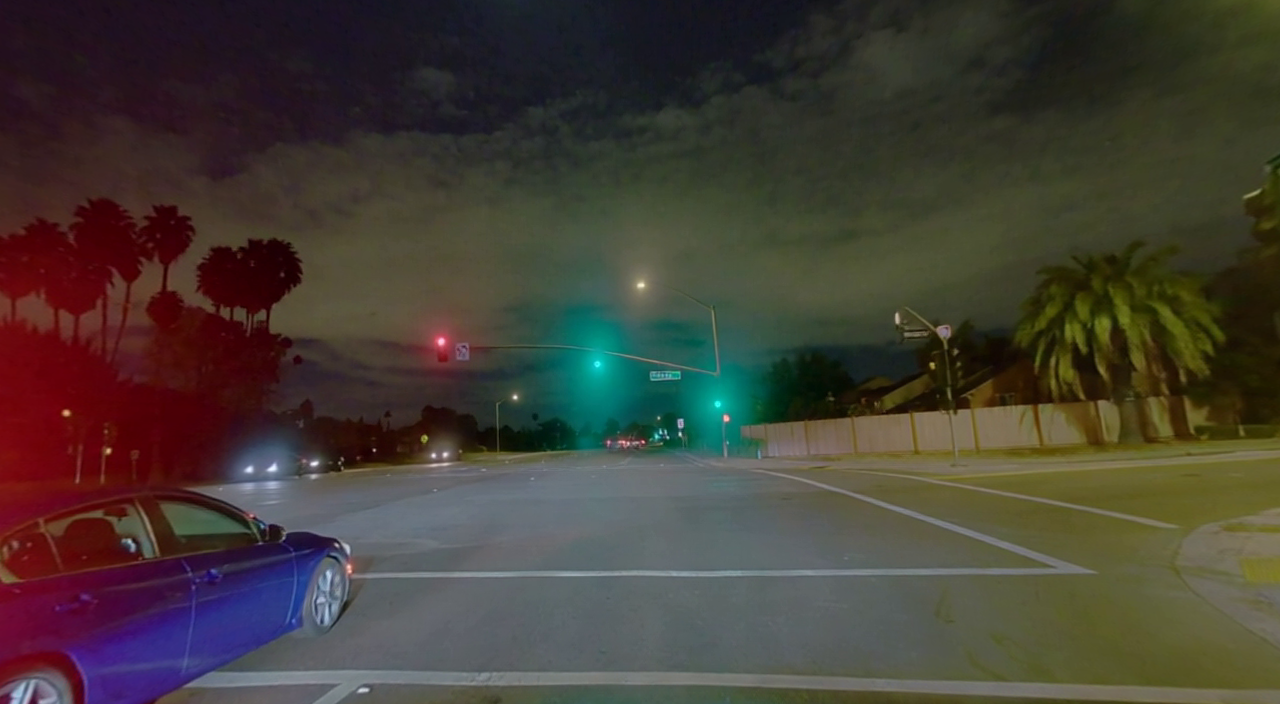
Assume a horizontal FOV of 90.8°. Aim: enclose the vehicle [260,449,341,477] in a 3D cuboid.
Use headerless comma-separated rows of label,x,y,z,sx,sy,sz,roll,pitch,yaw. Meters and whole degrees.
vehicle,-20.024,6.530,37.554,2.084,1.528,4.778,-1,-9,2
